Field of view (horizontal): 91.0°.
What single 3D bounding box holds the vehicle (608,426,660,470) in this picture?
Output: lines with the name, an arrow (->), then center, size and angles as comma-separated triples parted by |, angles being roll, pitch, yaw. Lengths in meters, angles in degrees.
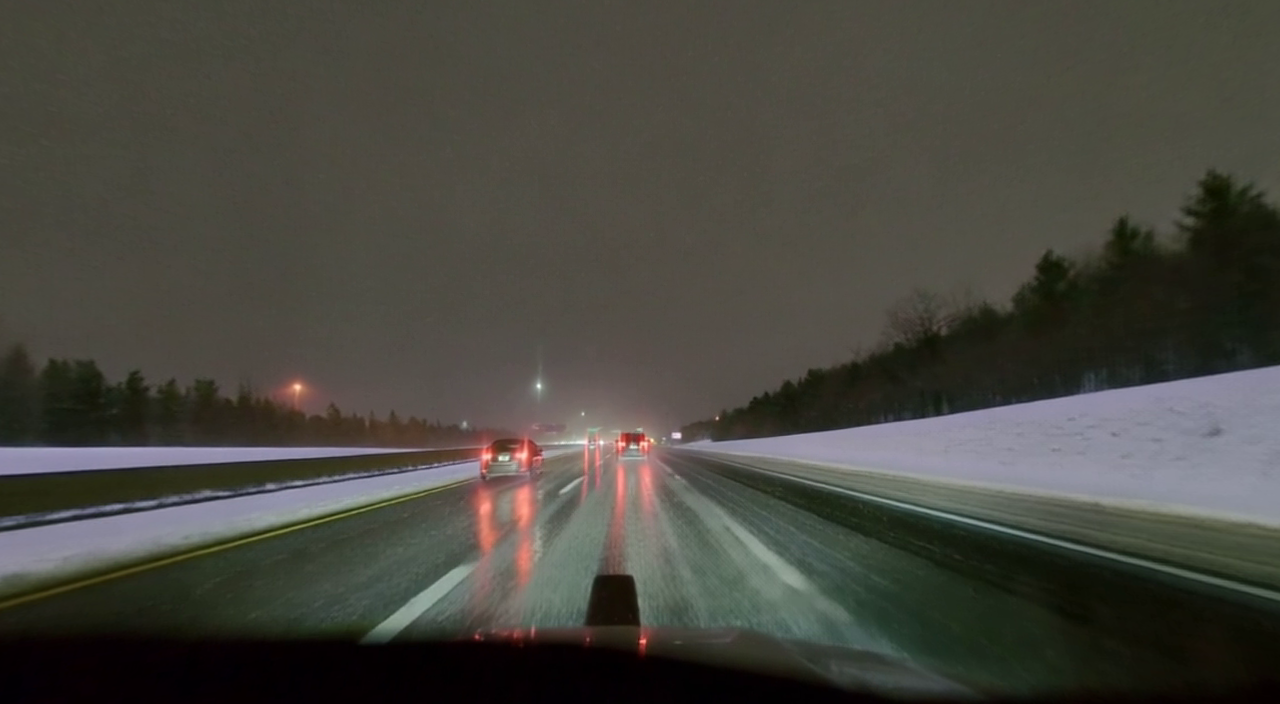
vehicle -> -0.359, 4.692, 31.010 | 2.382, 1.973, 4.439 | 0, -8, -2

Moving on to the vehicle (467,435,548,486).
vehicle -> -4.340, 3.612, 21.267 | 1.945, 1.550, 3.780 | 0, -8, -1
